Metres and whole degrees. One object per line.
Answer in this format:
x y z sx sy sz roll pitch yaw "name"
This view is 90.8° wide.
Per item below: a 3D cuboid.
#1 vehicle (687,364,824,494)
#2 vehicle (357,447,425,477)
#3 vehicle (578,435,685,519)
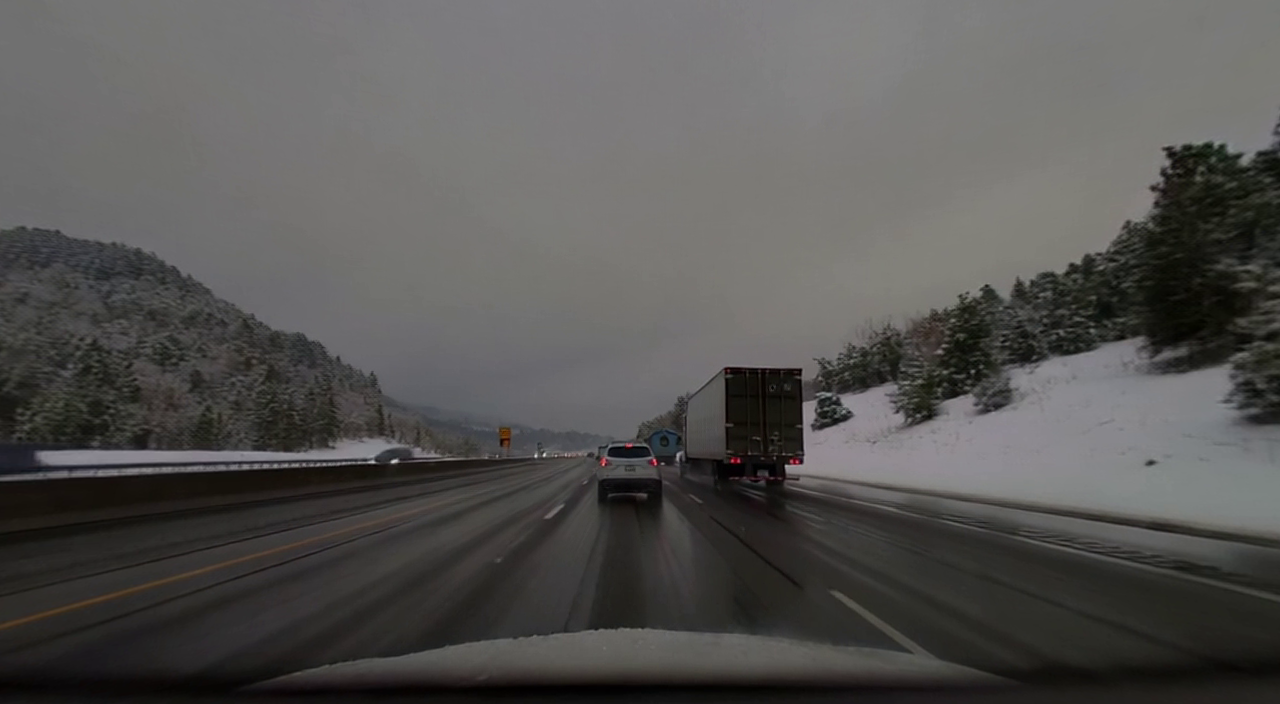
4.077 3.467 26.592 2.812 4.024 14.098 0 -9 -1 "vehicle"
-12.789 5.672 32.739 1.832 1.430 4.440 0 -9 -2 "vehicle"
-0.195 2.781 14.464 2.109 1.639 3.768 0 -9 -1 "vehicle"
